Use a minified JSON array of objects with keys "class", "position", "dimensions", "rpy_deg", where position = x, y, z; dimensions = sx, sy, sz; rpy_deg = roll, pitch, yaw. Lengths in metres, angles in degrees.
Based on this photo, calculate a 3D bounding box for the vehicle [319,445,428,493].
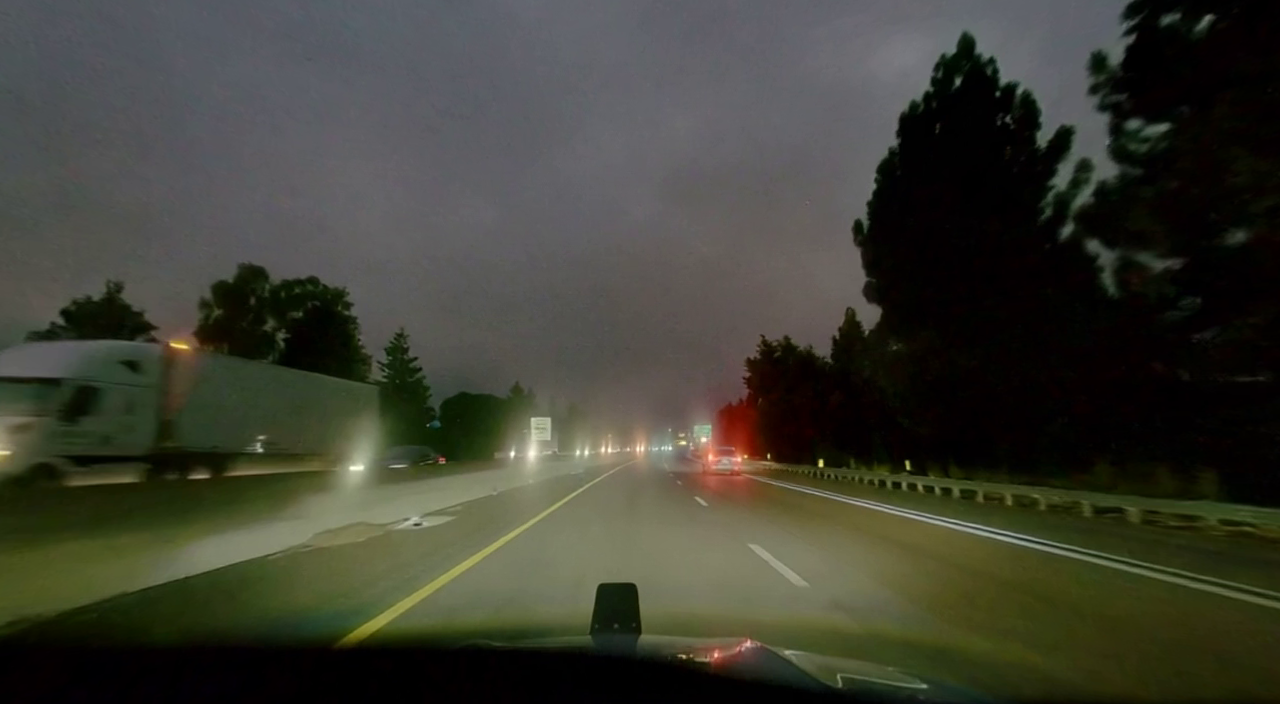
[{"class":"vehicle","position":[-9.397,4.135,22.569],"dimensions":[1.920,1.532,4.578],"rpy_deg":[0,-9,0]}]

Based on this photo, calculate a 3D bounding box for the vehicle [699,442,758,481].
[{"class":"vehicle","position":[4.125,5.195,29.965],"dimensions":[2.089,1.660,4.729],"rpy_deg":[0,-9,-1]}]

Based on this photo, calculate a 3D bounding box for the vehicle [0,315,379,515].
[{"class":"vehicle","position":[-14.078,2.553,21.157],"dimensions":[3.257,4.097,16.693],"rpy_deg":[0,-9,0]}]
